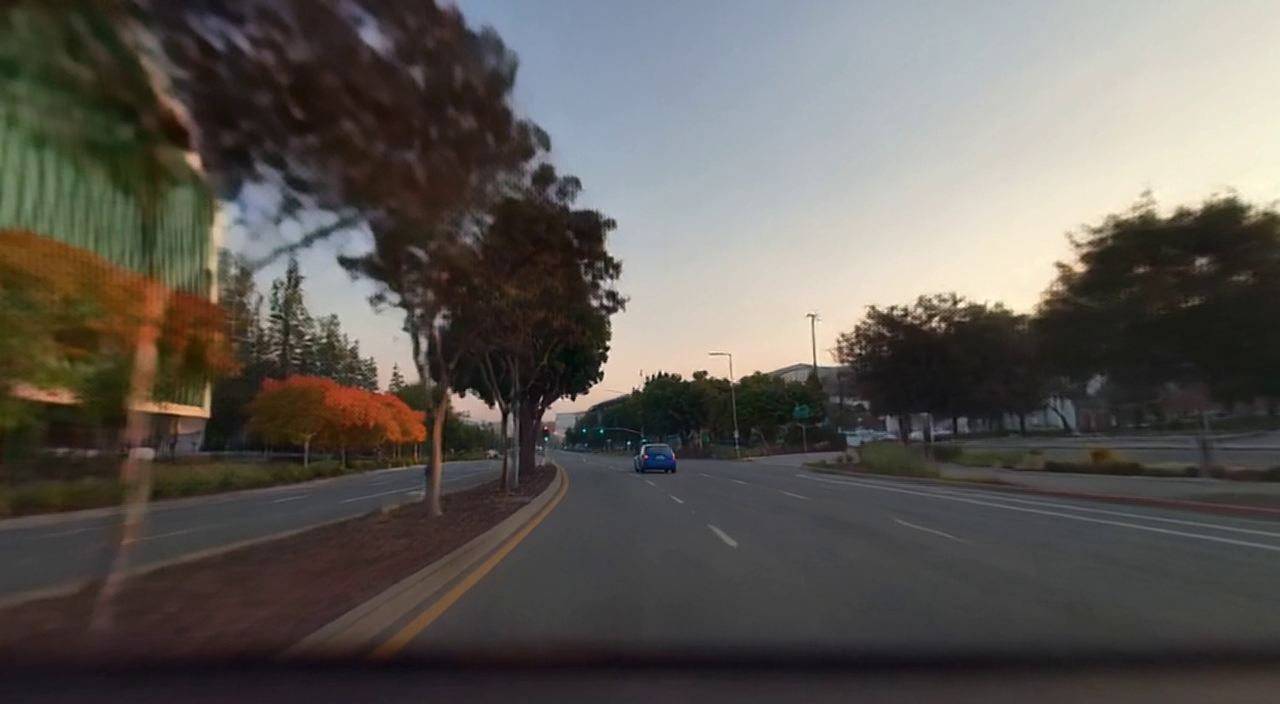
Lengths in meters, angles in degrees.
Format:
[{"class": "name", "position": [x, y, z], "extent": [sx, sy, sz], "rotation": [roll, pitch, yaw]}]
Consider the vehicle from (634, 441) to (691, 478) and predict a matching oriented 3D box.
[{"class": "vehicle", "position": [0.991, 5.180, 30.784], "extent": [2.165, 1.633, 4.381], "rotation": [0, -9, -6]}]
